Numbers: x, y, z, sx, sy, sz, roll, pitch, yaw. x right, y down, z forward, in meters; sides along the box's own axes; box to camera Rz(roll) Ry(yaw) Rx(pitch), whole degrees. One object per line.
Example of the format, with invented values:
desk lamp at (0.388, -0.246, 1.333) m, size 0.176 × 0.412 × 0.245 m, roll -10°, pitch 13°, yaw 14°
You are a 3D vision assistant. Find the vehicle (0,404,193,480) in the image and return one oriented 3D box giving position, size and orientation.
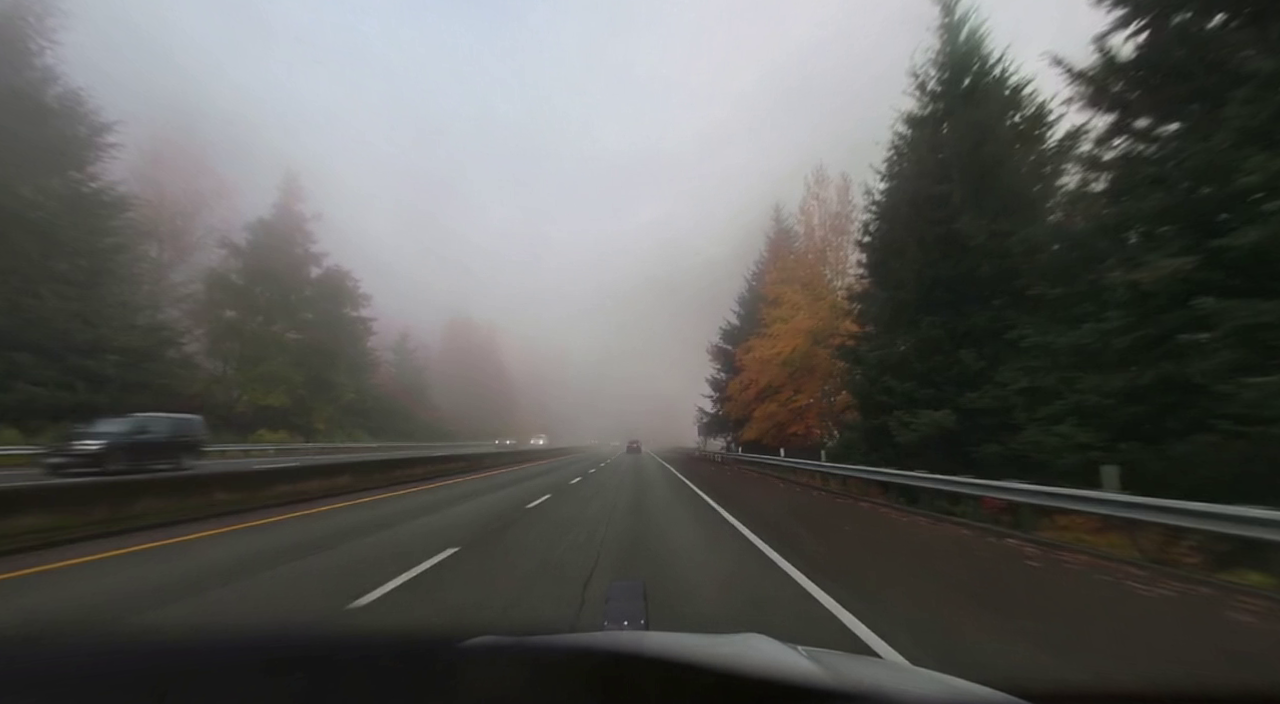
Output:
vehicle at (-15.640, 2.573, 18.008) m, size 2.086 × 1.872 × 4.771 m, roll 0°, pitch -8°, yaw 1°
